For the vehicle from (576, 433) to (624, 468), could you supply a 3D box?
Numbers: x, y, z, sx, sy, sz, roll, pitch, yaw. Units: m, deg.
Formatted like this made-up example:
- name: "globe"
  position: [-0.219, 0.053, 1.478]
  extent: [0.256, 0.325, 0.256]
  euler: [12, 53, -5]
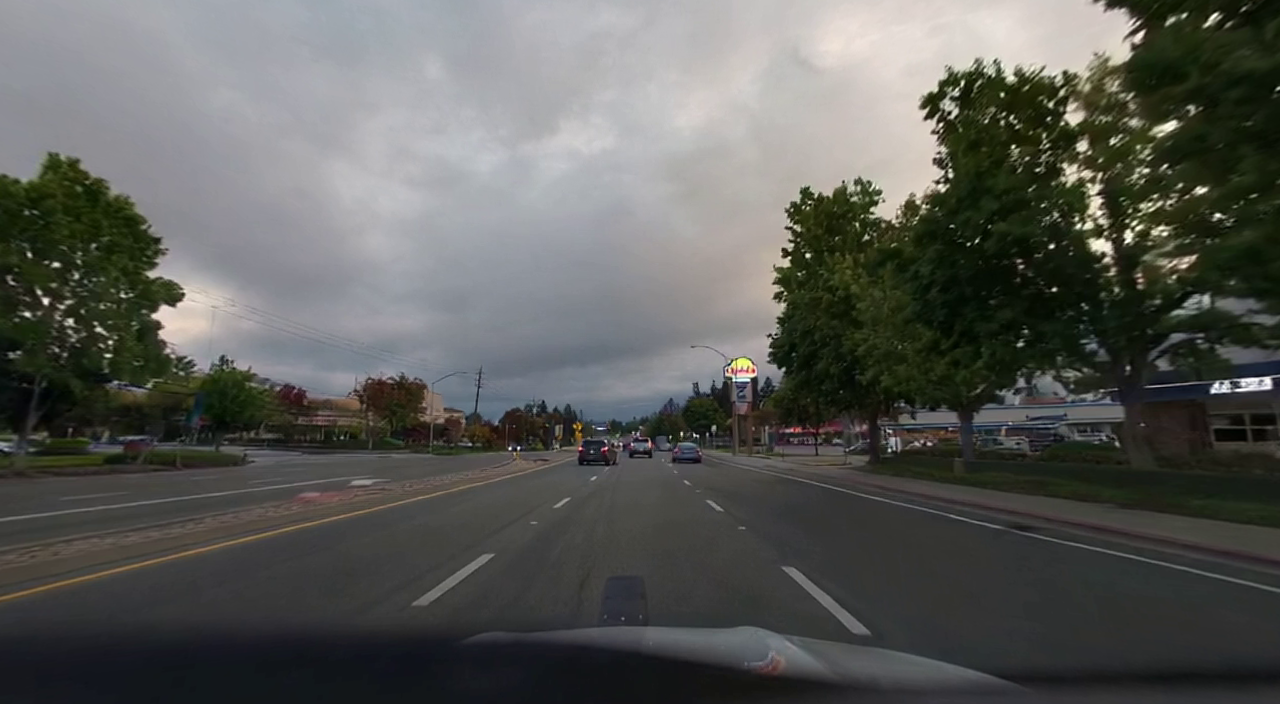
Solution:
- name: "vehicle"
  position: [-2.290, 5.832, 37.398]
  extent: [2.222, 1.899, 5.006]
  euler: [0, -8, 4]
